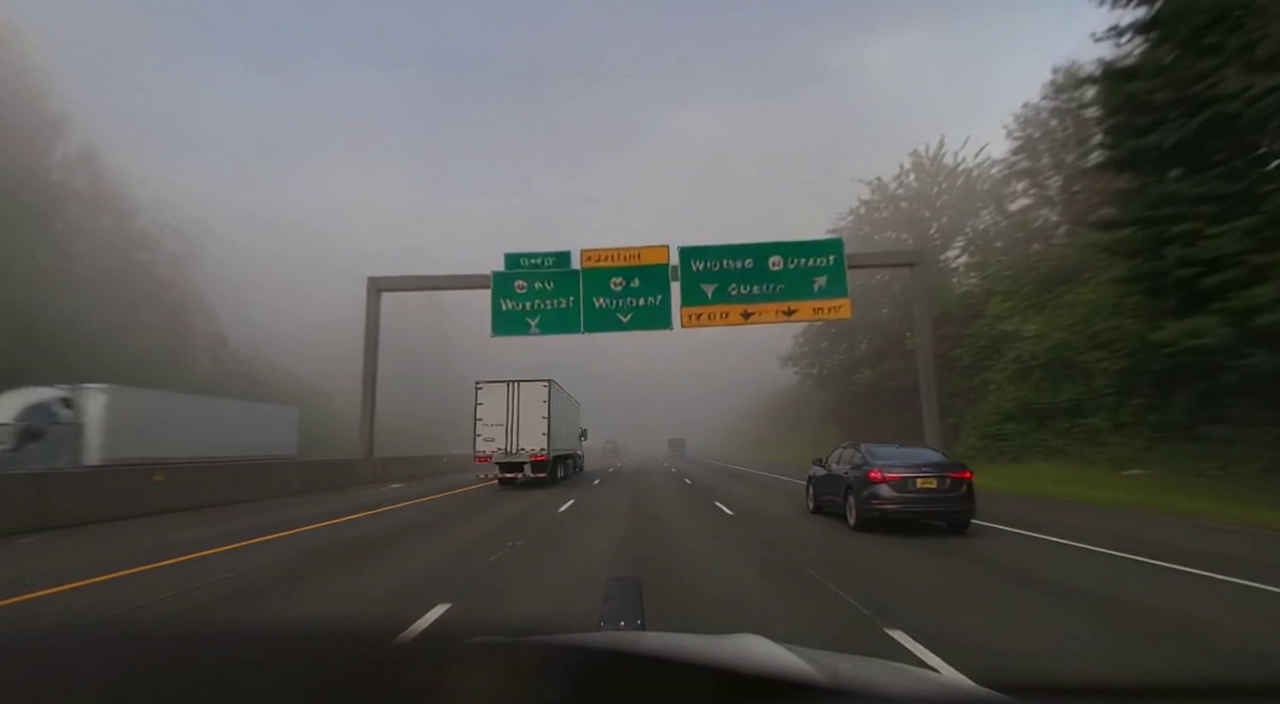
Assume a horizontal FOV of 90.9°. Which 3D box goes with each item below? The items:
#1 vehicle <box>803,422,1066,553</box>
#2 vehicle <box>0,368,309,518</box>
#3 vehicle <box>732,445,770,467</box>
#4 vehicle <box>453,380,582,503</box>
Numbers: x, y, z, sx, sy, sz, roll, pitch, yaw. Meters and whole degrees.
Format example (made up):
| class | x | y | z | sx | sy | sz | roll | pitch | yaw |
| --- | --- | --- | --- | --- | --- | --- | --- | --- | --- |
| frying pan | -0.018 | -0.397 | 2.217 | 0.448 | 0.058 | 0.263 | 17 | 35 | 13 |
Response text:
| class | x | y | z | sx | sy | sz | roll | pitch | yaw |
| --- | --- | --- | --- | --- | --- | --- | --- | --- | --- |
| vehicle | 4.066 | 1.941 | 9.632 | 1.983 | 1.545 | 4.038 | 0 | -9 | -1 |
| vehicle | -19.133 | 3.732 | 25.009 | 3.205 | 4.080 | 16.329 | -2 | -9 | 0 |
| vehicle | 7.987 | 7.511 | 45.573 | 1.876 | 1.475 | 4.185 | 0 | -9 | -1 |
| vehicle | -3.515 | 2.839 | 19.910 | 2.667 | 3.195 | 6.731 | 0 | -9 | 0 |
